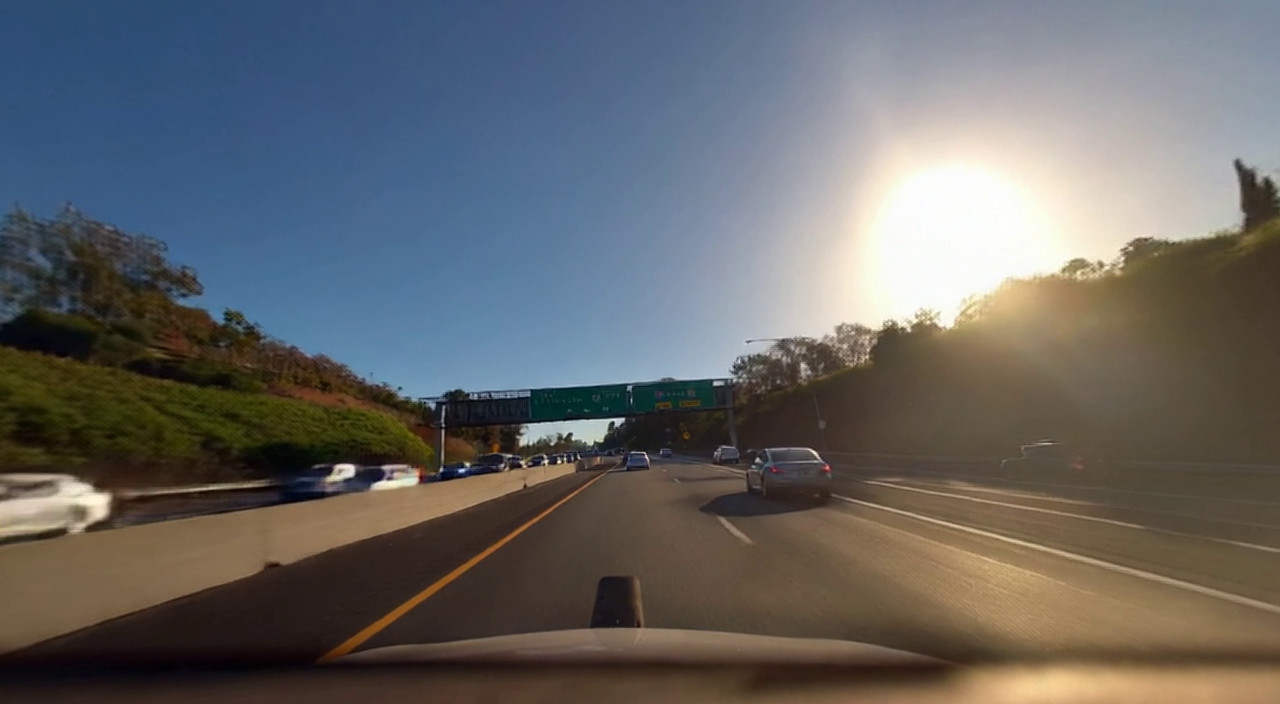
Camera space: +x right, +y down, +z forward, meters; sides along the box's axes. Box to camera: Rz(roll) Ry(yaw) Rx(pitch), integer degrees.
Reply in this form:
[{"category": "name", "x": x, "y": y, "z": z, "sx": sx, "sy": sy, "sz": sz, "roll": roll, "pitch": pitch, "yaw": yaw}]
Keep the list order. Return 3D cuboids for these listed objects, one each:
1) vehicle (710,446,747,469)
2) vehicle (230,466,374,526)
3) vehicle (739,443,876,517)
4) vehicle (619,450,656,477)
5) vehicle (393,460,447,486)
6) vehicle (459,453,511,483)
[{"category": "vehicle", "x": 6.678, "y": 8.024, "z": 48.151, "sx": 2.094, "sy": 1.652, "sz": 3.955, "roll": 0, "pitch": -9, "yaw": -3}, {"category": "vehicle", "x": -9.874, "y": 4.224, "z": 18.942, "sx": 1.940, "sy": 1.435, "sz": 4.312, "roll": 0, "pitch": -9, "yaw": 0}, {"category": "vehicle", "x": 3.775, "y": 2.948, "z": 15.156, "sx": 1.972, "sy": 1.488, "sz": 4.335, "roll": 0, "pitch": -9, "yaw": -2}, {"category": "vehicle", "x": -0.136, "y": 6.588, "z": 37.664, "sx": 2.090, "sy": 1.510, "sz": 4.280, "roll": 0, "pitch": -9, "yaw": 0}, {"category": "vehicle", "x": -13.763, "y": 7.585, "z": 39.818, "sx": 1.821, "sy": 1.437, "sz": 4.457, "roll": 0, "pitch": -9, "yaw": 0}, {"category": "vehicle", "x": -10.255, "y": 7.675, "z": 42.166, "sx": 2.212, "sy": 1.815, "sz": 4.785, "roll": 0, "pitch": -9, "yaw": 0}]
